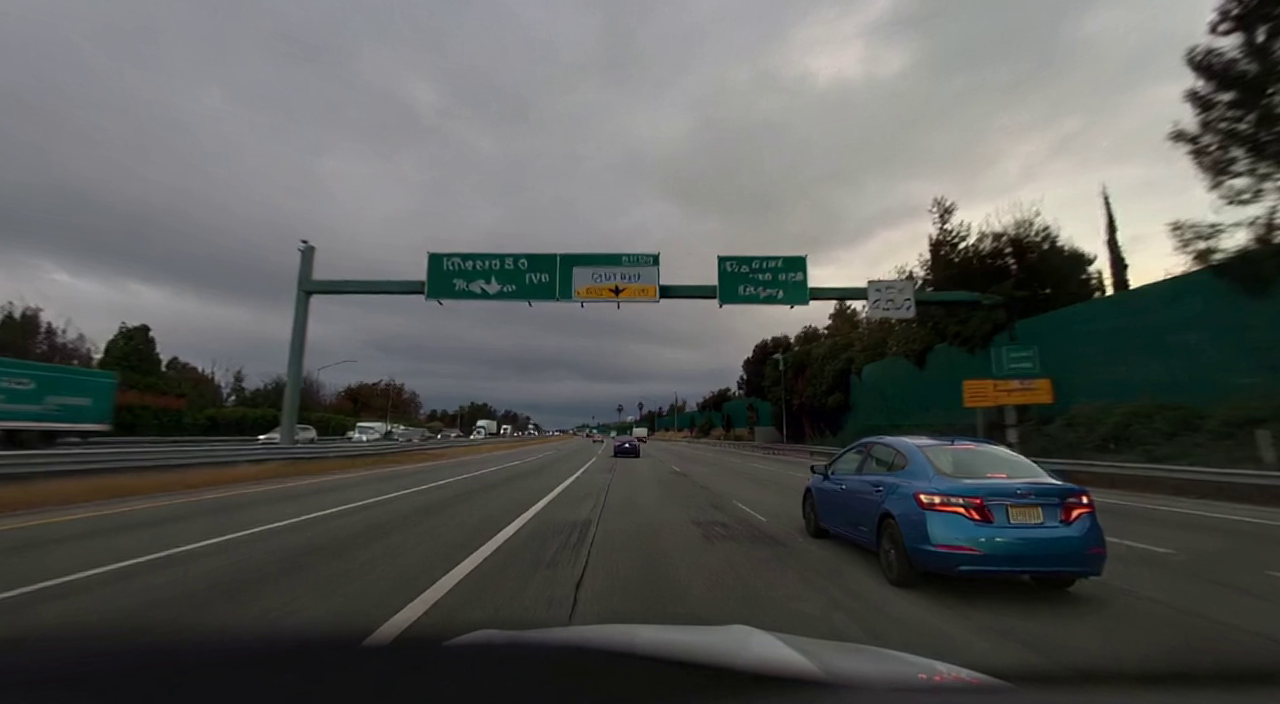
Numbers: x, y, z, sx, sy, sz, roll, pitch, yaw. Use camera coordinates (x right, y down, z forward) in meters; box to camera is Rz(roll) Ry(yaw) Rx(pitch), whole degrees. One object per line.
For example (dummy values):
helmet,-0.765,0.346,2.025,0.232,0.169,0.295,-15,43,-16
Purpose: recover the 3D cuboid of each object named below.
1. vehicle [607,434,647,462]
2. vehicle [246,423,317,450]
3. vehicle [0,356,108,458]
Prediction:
vehicle,-0.791,5.436,35.806,2.121,1.445,4.187,0,-8,-2
vehicle,-22.280,5.281,39.270,1.869,1.544,4.369,0,-8,-1
vehicle,-25.435,1.893,22.394,2.979,3.780,11.677,0,-8,-1
